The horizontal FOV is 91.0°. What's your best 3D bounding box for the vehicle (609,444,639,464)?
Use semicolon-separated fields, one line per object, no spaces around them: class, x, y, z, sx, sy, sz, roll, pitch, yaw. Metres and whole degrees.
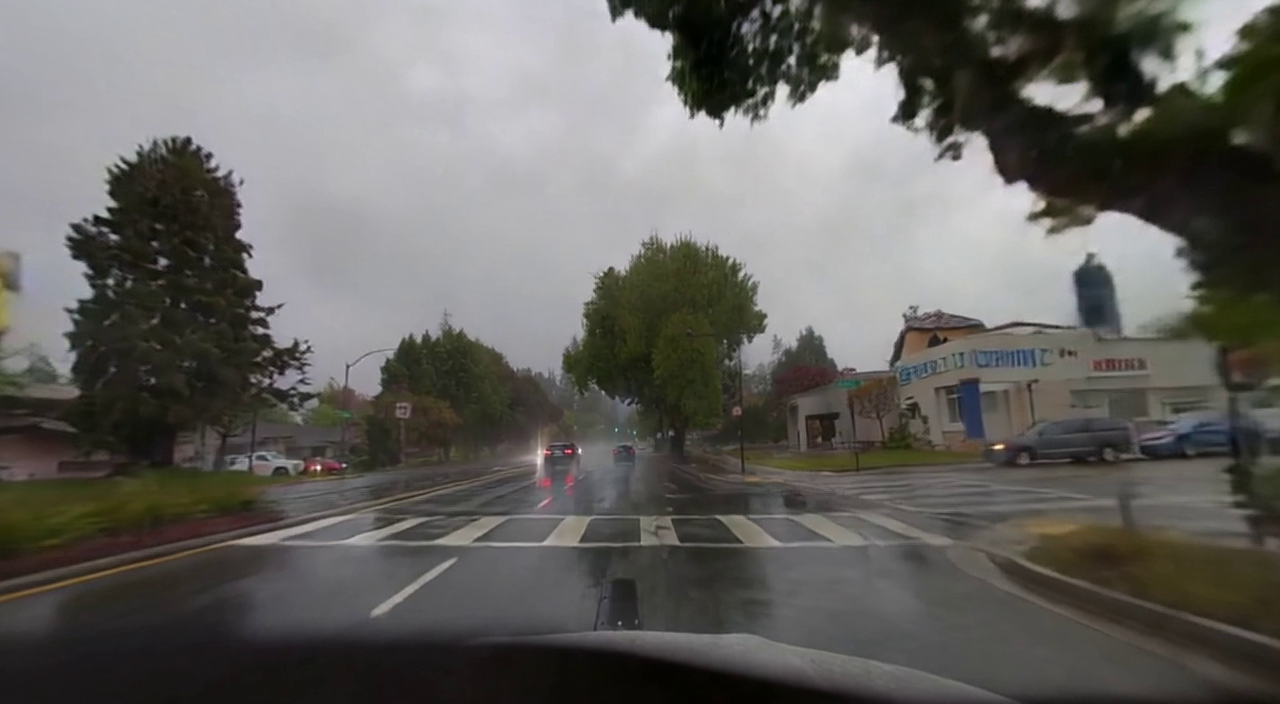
vehicle;-1.182;7.727;47.793;2.187;1.478;4.138;0;-8;-1

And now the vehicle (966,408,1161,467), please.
vehicle;15.074;3.090;22.700;5.230;2.007;2.410;0;-8;1

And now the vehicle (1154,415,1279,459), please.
vehicle;22.175;3.111;22.988;5.025;1.532;1.958;0;-8;0

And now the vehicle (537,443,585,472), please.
vehicle;-4.177;5.639;33.946;2.083;1.460;4.527;0;-8;-1
